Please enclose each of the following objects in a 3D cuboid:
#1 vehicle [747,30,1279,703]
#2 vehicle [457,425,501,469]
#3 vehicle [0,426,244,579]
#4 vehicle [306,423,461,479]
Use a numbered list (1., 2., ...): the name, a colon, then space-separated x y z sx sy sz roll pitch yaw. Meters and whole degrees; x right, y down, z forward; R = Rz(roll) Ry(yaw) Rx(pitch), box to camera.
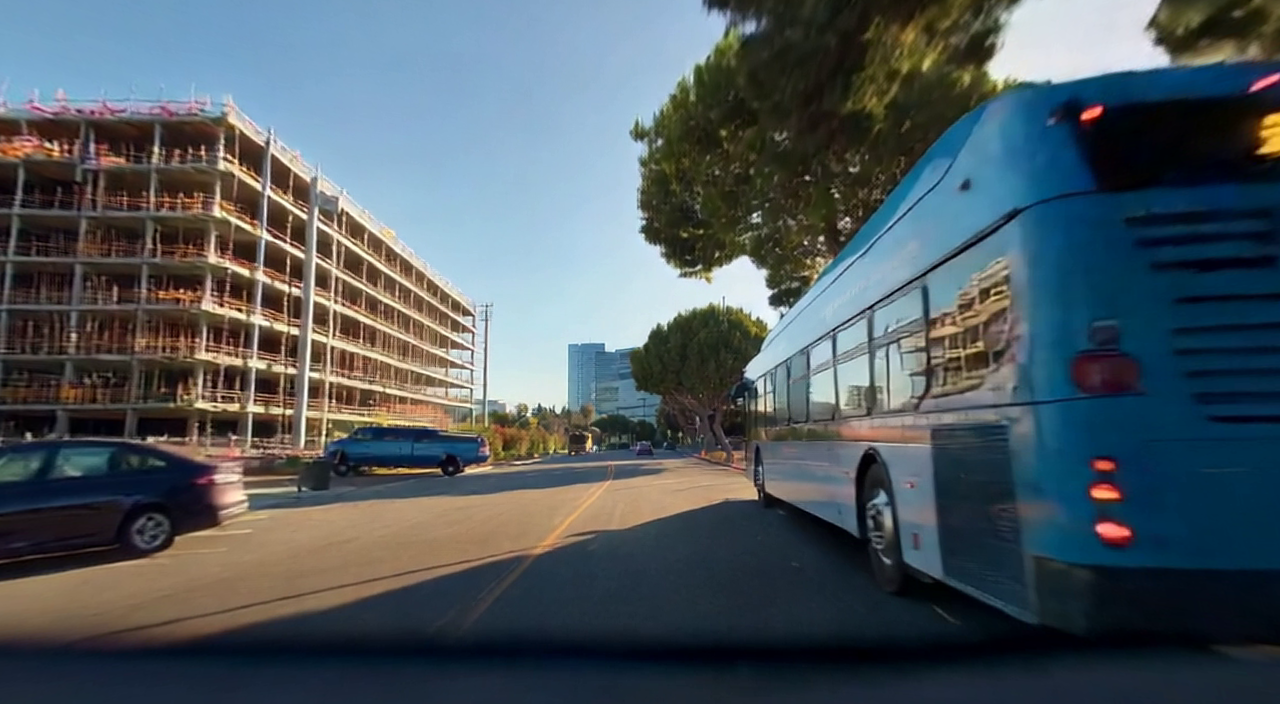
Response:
1. vehicle: 3.827 0.922 9.196 3.040 3.424 12.508 0 -8 3
2. vehicle: -8.012 4.724 31.635 1.515 2.074 2.668 0 -7 -1
3. vehicle: -7.821 1.795 7.899 4.689 1.683 2.065 5 -10 -30
4. vehicle: -13.500 5.288 33.922 7.067 2.785 2.980 1 -8 -9
